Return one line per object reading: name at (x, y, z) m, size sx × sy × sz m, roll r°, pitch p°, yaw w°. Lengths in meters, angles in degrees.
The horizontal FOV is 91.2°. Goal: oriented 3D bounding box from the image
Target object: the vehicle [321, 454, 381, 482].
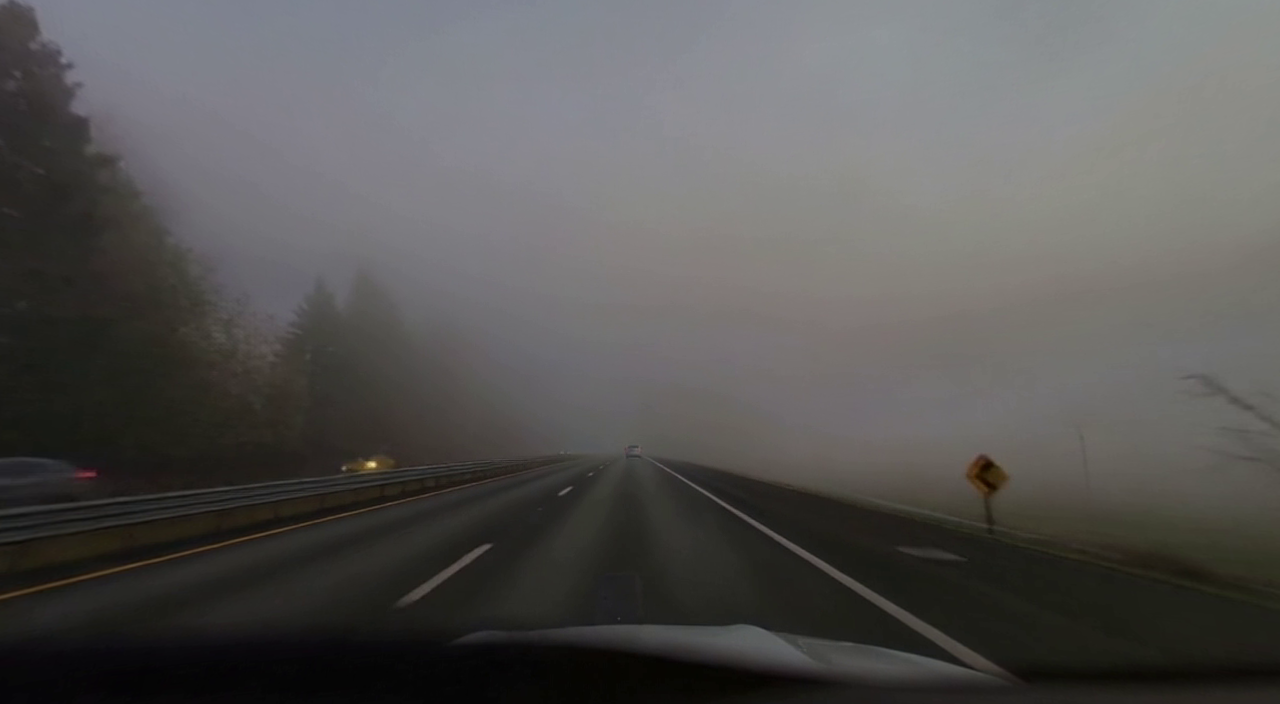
vehicle at (-17.491, 7.023, 38.175) m, size 1.670 × 1.532 × 4.187 m, roll 0°, pitch -9°, yaw -1°
